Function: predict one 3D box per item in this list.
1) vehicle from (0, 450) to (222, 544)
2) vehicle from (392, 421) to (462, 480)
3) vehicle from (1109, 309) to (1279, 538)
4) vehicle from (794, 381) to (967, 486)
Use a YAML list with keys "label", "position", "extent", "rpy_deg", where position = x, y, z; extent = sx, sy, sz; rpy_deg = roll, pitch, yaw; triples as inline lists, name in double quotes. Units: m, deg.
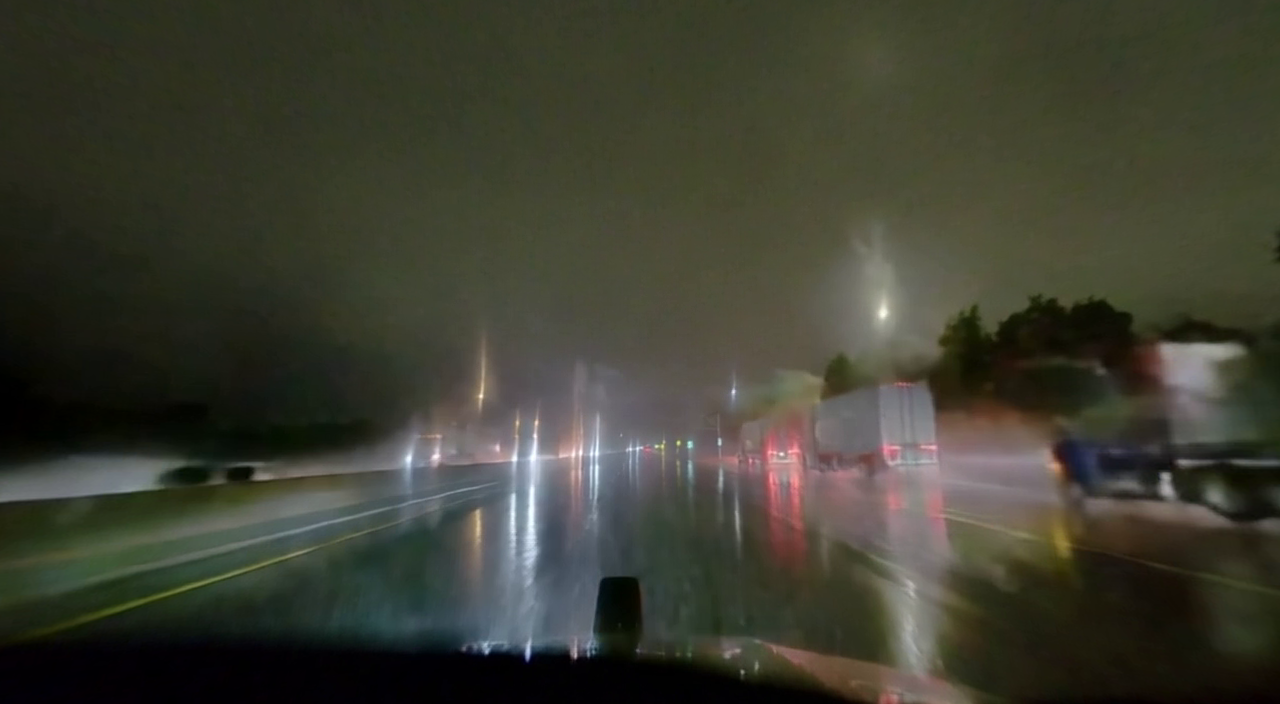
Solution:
- label: "vehicle"
  position: [-11.598, 2.963, 13.522]
  extent: [1.990, 1.644, 4.594]
  rpy_deg: [0, -9, -1]
- label: "vehicle"
  position: [-15.528, 7.248, 46.133]
  extent: [2.996, 3.975, 5.840]
  rpy_deg: [-1, -9, 0]
- label: "vehicle"
  position: [11.348, 0.635, 6.746]
  extent: [2.741, 3.505, 12.591]
  rpy_deg: [0, -9, -1]
- label: "vehicle"
  position: [11.071, 4.264, 31.509]
  extent: [2.850, 4.038, 14.497]
  rpy_deg: [0, -9, 0]
